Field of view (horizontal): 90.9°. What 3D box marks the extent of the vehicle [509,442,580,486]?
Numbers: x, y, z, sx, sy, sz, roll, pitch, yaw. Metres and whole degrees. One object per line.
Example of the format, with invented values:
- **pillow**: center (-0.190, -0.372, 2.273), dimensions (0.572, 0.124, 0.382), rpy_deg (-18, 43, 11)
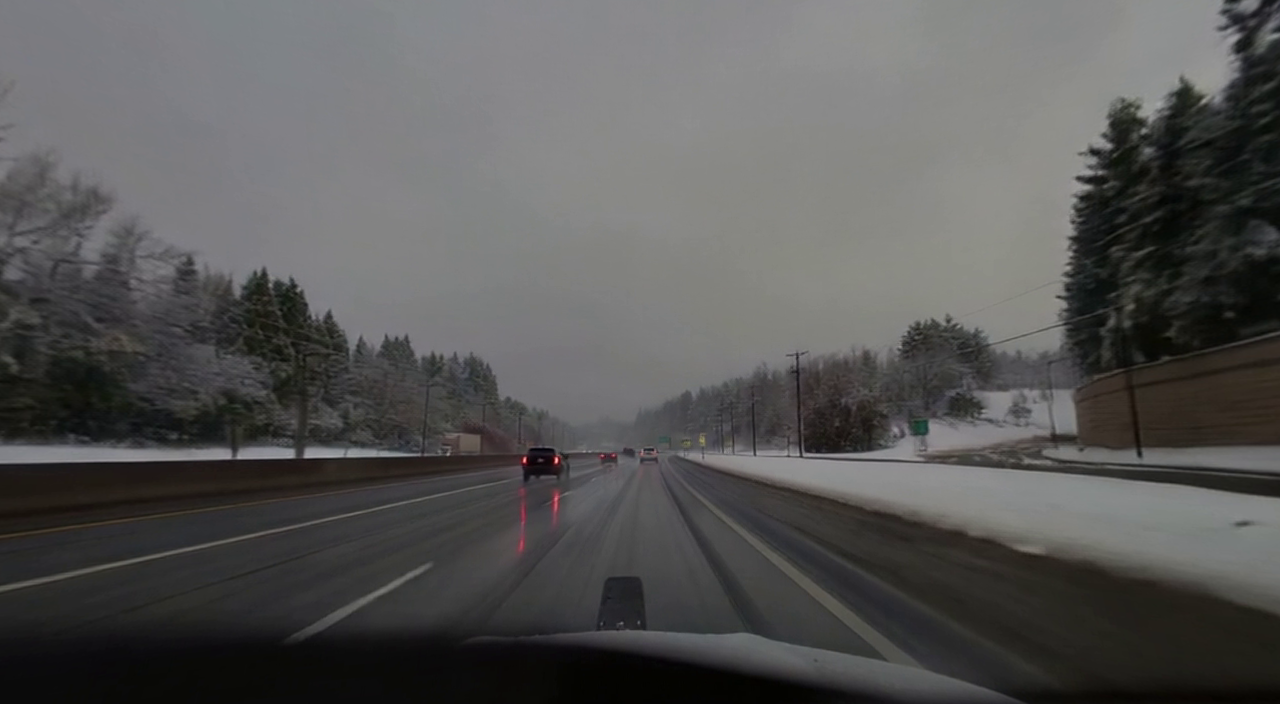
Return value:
- **vehicle**: center (-4.009, 4.797, 27.247), dimensions (2.263, 1.696, 4.321), rpy_deg (0, -9, 1)
